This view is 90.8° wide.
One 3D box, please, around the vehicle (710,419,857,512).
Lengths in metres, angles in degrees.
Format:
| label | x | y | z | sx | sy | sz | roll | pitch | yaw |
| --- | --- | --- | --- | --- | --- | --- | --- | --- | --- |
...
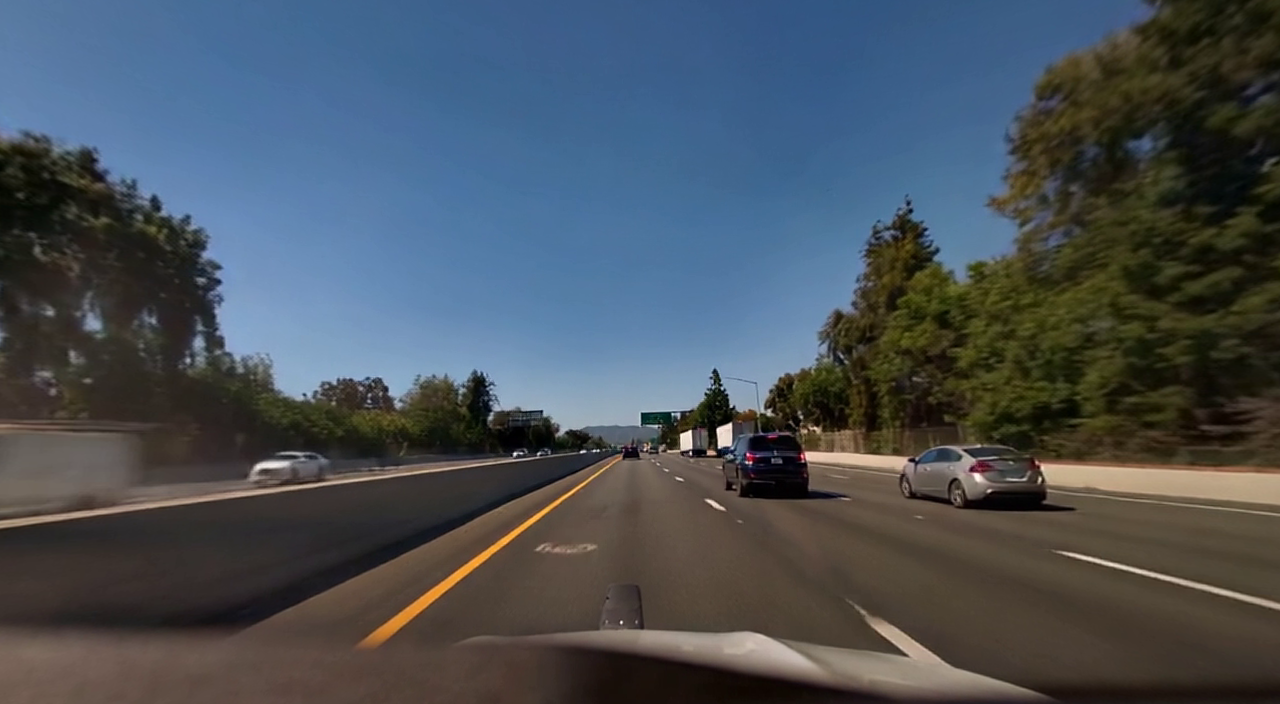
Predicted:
| label | x | y | z | sx | sy | sz | roll | pitch | yaw |
| --- | --- | --- | --- | --- | --- | --- | --- | --- | --- |
| vehicle | 3.086 | 2.605 | 14.915 | 2.258 | 1.824 | 4.908 | 0 | -9 | -1 |

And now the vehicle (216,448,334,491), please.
| label | x | y | z | sx | sy | sz | roll | pitch | yaw |
| --- | --- | --- | --- | --- | --- | --- | --- | --- | --- |
| vehicle | -14.096 | 4.538 | 24.799 | 1.892 | 1.488 | 4.752 | 0 | -9 | -2 |

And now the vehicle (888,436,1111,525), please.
| label | x | y | z | sx | sy | sz | roll | pitch | yaw |
| --- | --- | --- | --- | --- | --- | --- | --- | --- | --- |
| vehicle | 6.819 | 2.457 | 12.635 | 2.009 | 1.456 | 4.097 | 0 | -9 | -1 |
